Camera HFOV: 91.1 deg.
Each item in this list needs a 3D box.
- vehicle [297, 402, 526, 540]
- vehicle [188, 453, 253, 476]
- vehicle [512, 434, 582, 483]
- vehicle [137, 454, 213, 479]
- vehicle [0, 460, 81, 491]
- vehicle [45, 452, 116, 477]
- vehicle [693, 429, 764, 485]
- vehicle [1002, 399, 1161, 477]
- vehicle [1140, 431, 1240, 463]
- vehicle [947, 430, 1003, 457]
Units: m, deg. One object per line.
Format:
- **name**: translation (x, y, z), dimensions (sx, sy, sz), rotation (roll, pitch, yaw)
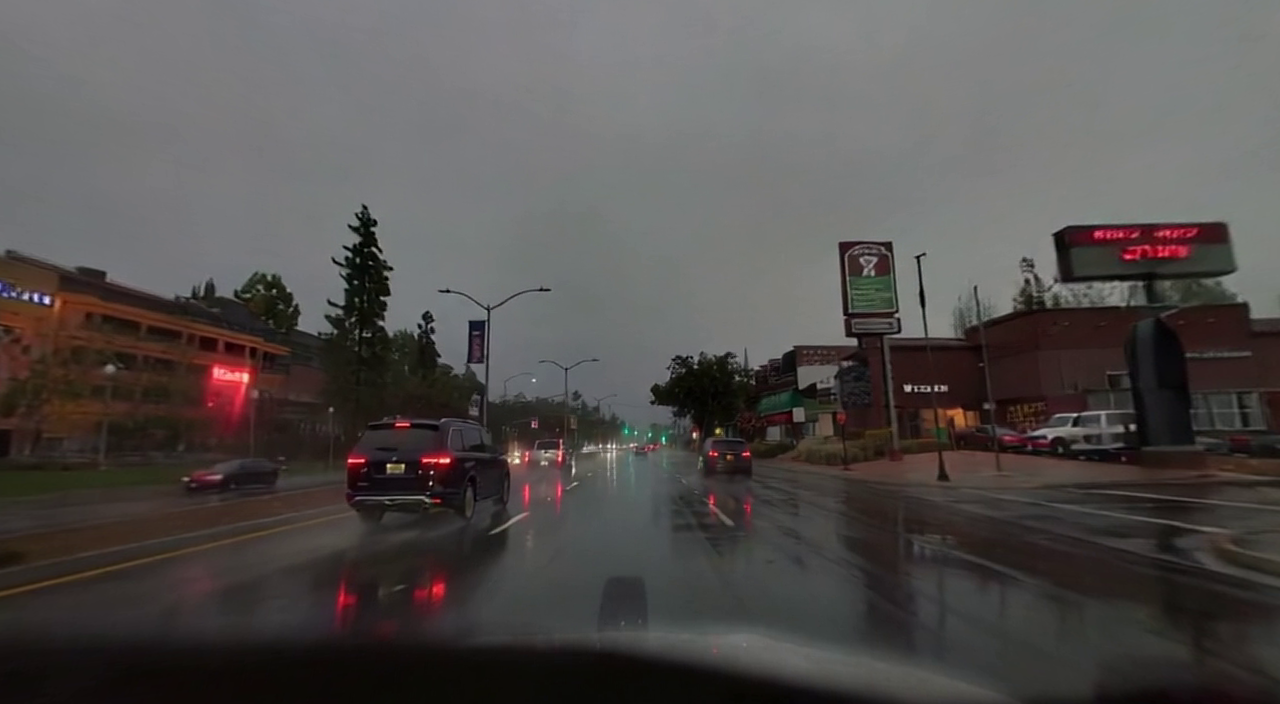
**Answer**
- **vehicle**: translation (-3.664, 2.036, 11.322), dimensions (2.210, 1.925, 4.838), rotation (0, -9, 1)
- **vehicle**: translation (-29.260, 7.843, 43.844), dimensions (3.620, 1.459, 1.627), rotation (6, -10, -33)
- **vehicle**: translation (-3.603, 4.207, 25.151), dimensions (2.014, 1.775, 4.404), rotation (0, -9, 1)
- **vehicle**: translation (-29.789, 7.329, 40.322), dimensions (3.617, 1.442, 1.608), rotation (5, -10, -29)
- **vehicle**: translation (-30.987, 6.242, 31.822), dimensions (3.686, 1.382, 1.629), rotation (6, -10, -36)
- **vehicle**: translation (-42.777, 8.623, 48.031), dimensions (3.747, 1.826, 1.795), rotation (0, -9, 3)
- **vehicle**: translation (3.289, 4.011, 24.178), dimensions (2.024, 1.921, 4.431), rotation (0, -9, -1)
- **vehicle**: translation (21.982, 4.388, 31.893), dimensions (2.758, 3.509, 7.034), rotation (0, -9, -1)
- **vehicle**: translation (30.300, 5.250, 34.759), dimensions (1.830, 1.651, 3.967), rotation (0, -9, -1)
- **vehicle**: translation (22.992, 6.283, 43.231), dimensions (1.862, 1.688, 3.636), rotation (-3, -9, 2)
